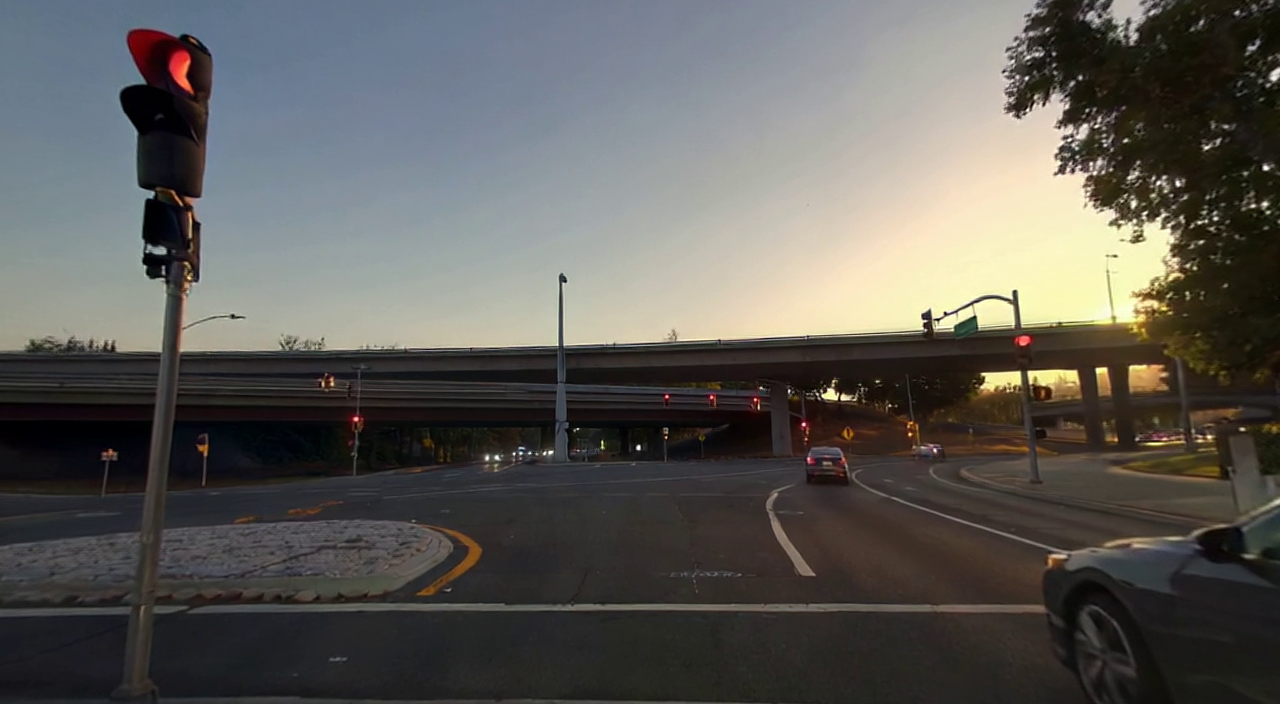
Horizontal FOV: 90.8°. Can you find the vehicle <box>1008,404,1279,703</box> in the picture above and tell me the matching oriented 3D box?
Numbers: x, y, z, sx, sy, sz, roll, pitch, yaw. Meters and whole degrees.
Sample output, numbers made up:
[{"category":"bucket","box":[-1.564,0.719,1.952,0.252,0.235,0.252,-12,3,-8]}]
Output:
[{"category":"vehicle","box":[2.802,0.715,0.804,1.909,1.425,4.521,0,-9,0]}]
